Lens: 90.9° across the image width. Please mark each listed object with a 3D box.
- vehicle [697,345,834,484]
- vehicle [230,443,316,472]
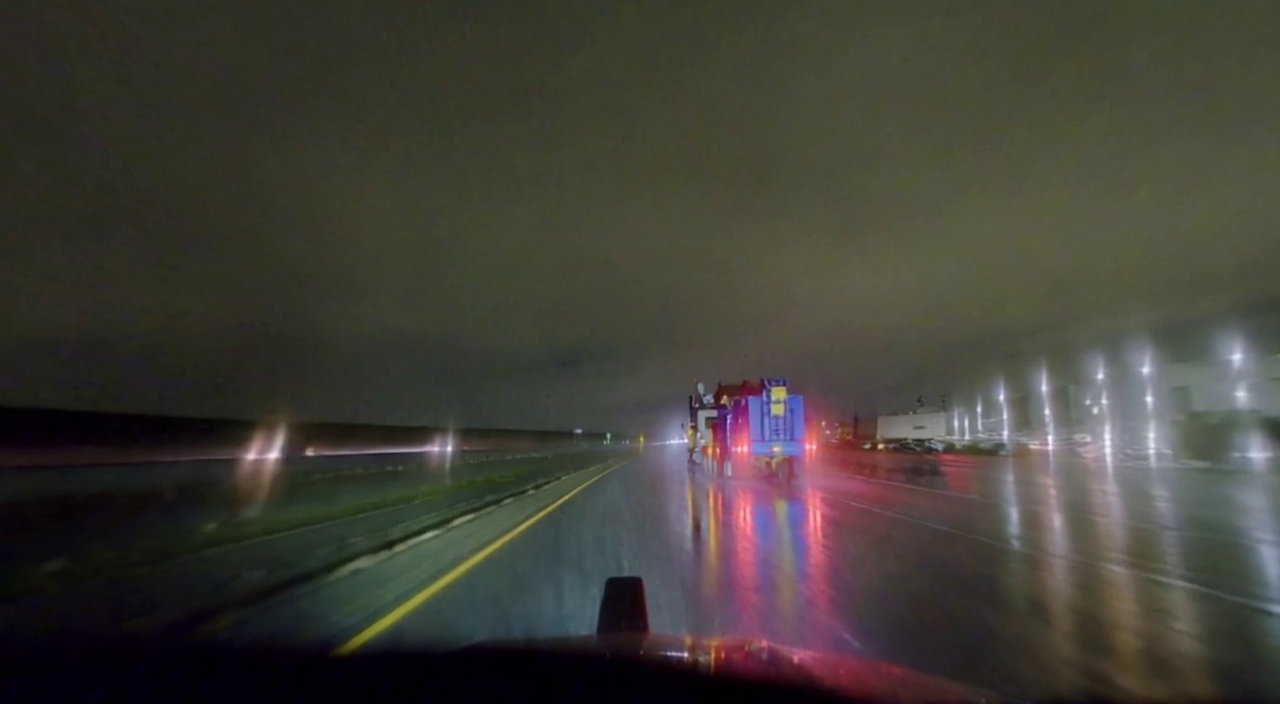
[{"bbox_3d":[3.880,2.246,21.370,3.279,3.956,6.541,0,-9,1],"label":"vehicle"},{"bbox_3d":[-20.034,5.765,34.689,1.870,1.482,4.663,-1,-9,2],"label":"vehicle"}]
